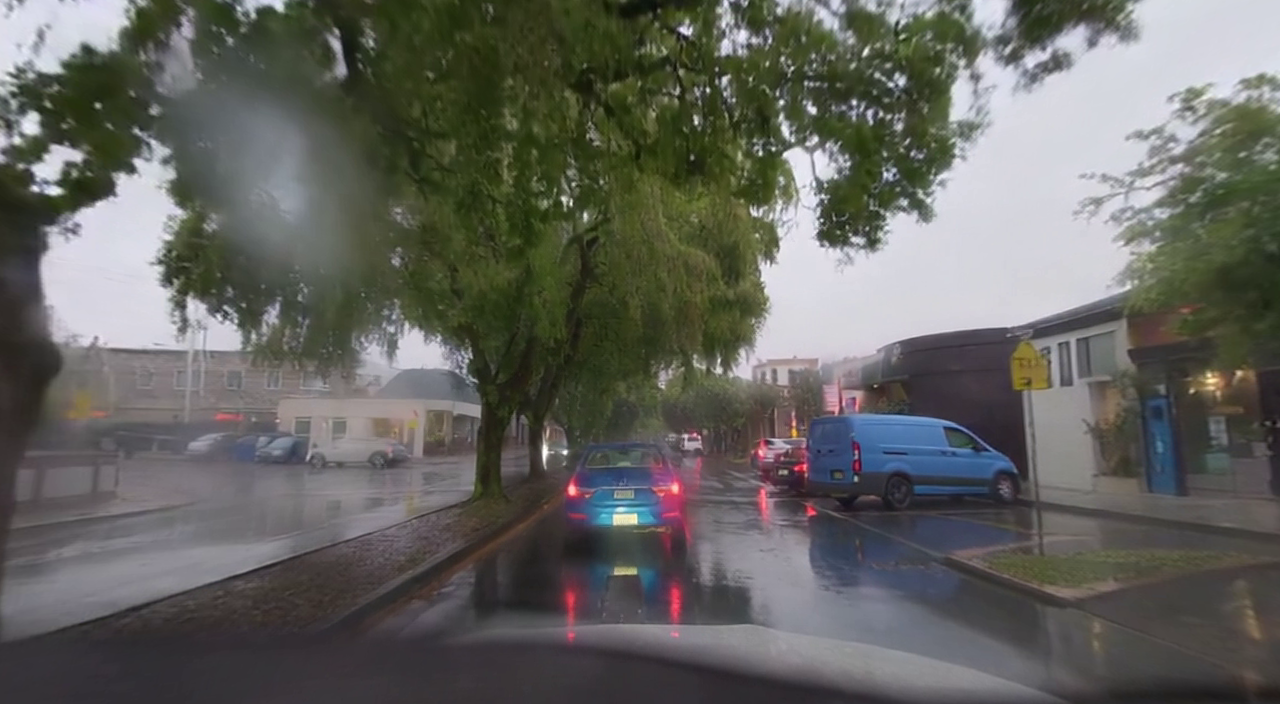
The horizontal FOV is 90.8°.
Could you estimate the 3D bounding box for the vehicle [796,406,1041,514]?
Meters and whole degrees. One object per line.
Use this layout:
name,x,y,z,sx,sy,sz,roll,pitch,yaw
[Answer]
vehicle,6.547,2.470,14.816,5.385,2.146,2.143,4,-9,-26

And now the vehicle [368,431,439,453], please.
vehicle,-18.610,7.133,49.911,4.892,1.679,1.927,1,-9,-7

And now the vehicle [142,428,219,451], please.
vehicle,-32.051,6.106,44.151,3.915,1.574,1.850,0,-9,2

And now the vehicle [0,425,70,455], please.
vehicle,-32.033,4.477,32.086,4.006,1.491,2.007,1,-9,-5

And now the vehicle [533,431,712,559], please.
vehicle,-0.268,1.987,9.606,2.065,1.450,4.522,0,-8,-2
